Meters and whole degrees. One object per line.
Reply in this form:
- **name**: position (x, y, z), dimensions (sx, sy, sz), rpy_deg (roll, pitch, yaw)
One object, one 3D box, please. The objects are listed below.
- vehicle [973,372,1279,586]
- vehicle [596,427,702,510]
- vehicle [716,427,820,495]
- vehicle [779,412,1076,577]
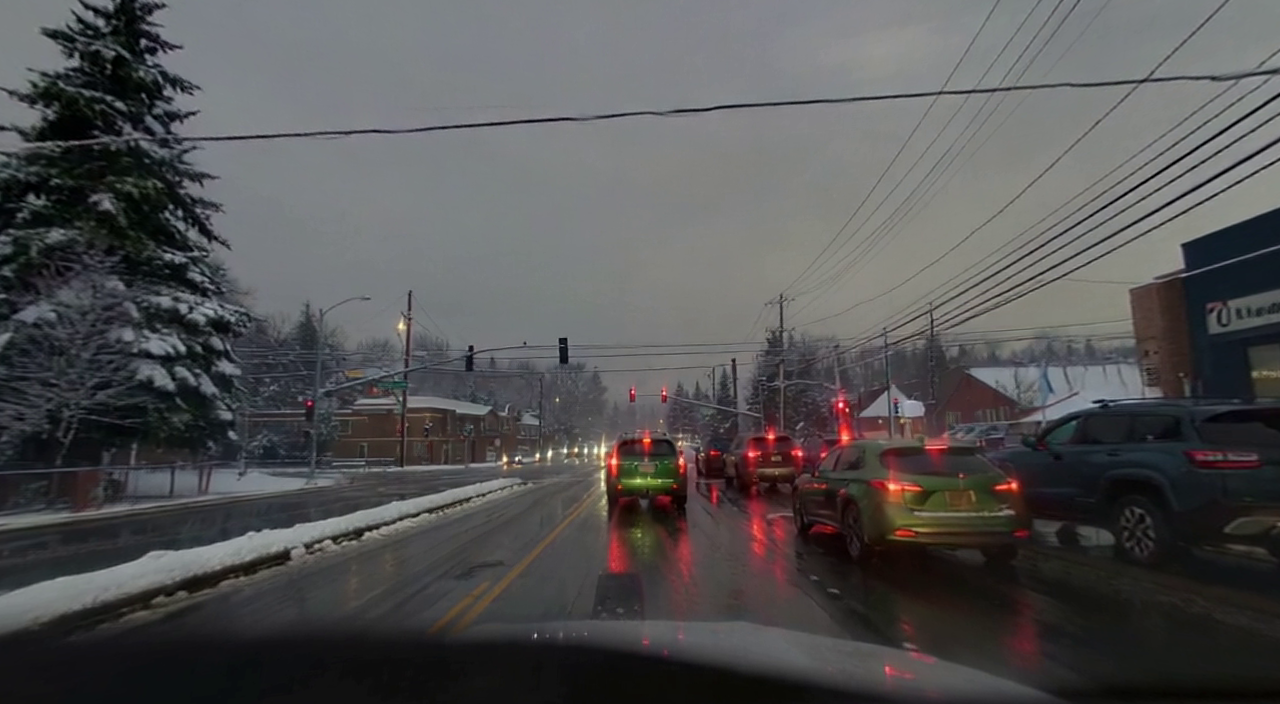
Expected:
- **vehicle**: position (6.675, 1.499, 8.204), dimensions (2.080, 1.958, 4.653), rpy_deg (0, -9, -1)
- **vehicle**: position (0.180, 2.665, 14.852), dimensions (2.149, 1.668, 3.962), rpy_deg (0, -9, 0)
- **vehicle**: position (3.696, 3.240, 19.178), dimensions (2.060, 1.789, 4.712), rpy_deg (0, -9, -1)
- **vehicle**: position (3.322, 1.736, 8.457), dimensions (1.998, 1.620, 4.267), rpy_deg (0, -9, 1)
